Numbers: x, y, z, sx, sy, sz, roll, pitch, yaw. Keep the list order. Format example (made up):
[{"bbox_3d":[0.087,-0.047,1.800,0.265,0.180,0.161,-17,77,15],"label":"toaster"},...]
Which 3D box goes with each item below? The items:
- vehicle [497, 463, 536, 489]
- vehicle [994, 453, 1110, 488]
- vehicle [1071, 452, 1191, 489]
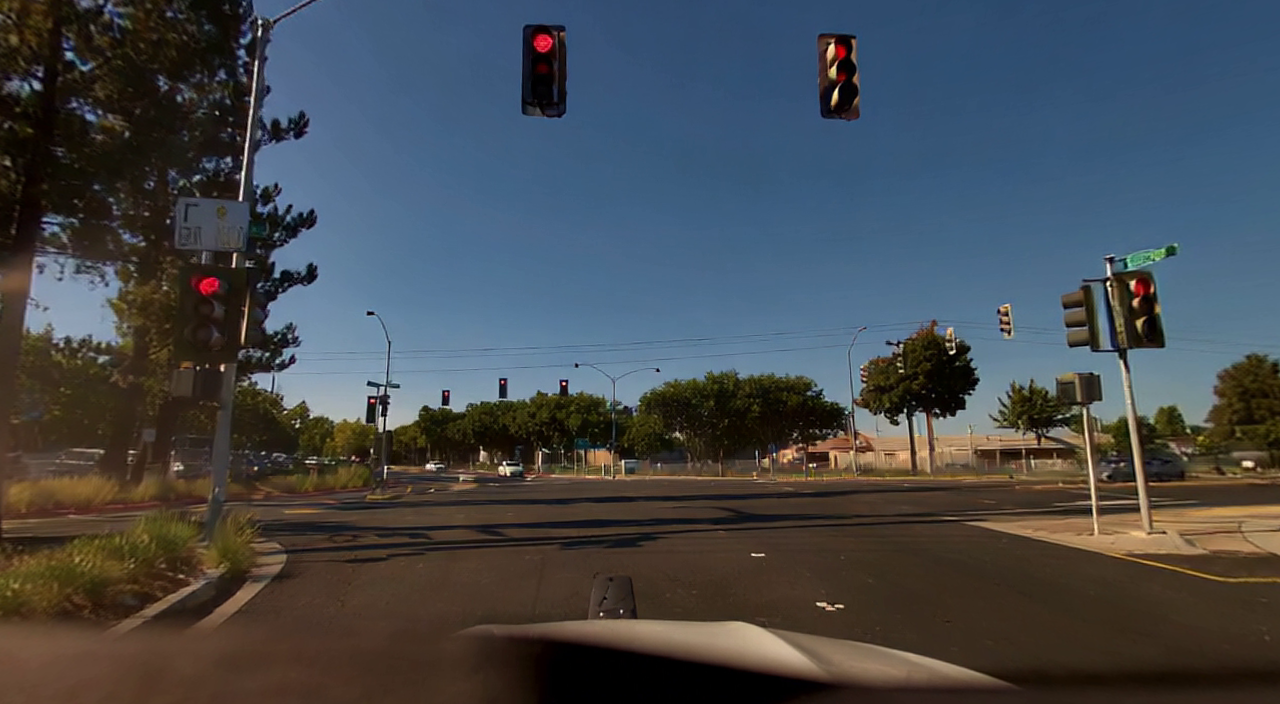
[{"bbox_3d":[-9.050,9.104,46.399,2.045,1.608,3.709,0,-8,1],"label":"vehicle"},{"bbox_3d":[21.169,6.131,32.476,4.455,1.647,2.124,1,-12,-6],"label":"vehicle"},{"bbox_3d":[22.679,5.458,29.163,3.998,1.590,1.936,1,-10,-6],"label":"vehicle"}]
